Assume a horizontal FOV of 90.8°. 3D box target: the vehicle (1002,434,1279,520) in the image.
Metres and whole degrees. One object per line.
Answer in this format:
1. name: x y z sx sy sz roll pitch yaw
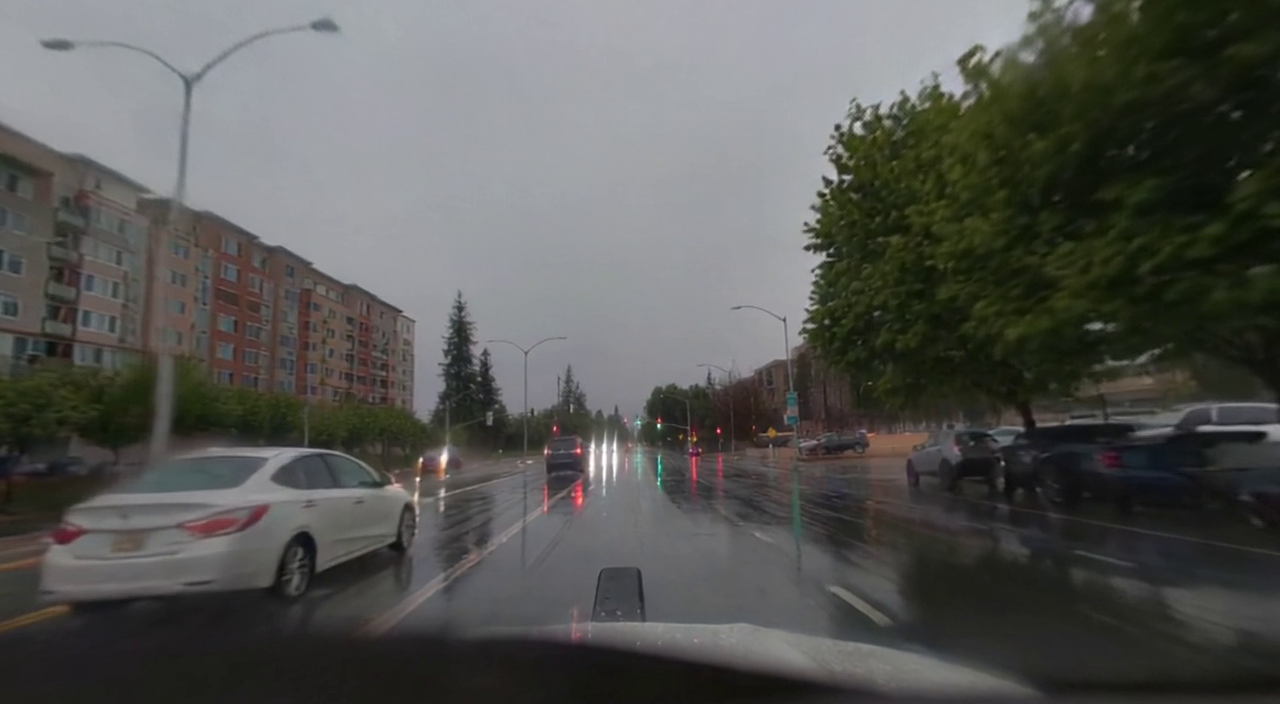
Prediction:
1. vehicle: 9.947 2.433 12.974 2.045 1.418 4.869 0 -8 -1

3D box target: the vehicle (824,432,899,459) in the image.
1. vehicle: 15.096 6.409 43.262 4.399 1.722 2.202 -1 -8 9

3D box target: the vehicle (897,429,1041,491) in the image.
1. vehicle: 9.898 3.271 19.488 1.992 1.664 4.246 0 -8 -2

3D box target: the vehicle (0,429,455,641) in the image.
1. vehicle: -3.673 1.595 6.657 2.144 1.447 4.421 0 -8 -1

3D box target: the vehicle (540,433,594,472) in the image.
1. vehicle: -3.733 5.255 33.312 2.220 1.888 4.904 0 -8 1
